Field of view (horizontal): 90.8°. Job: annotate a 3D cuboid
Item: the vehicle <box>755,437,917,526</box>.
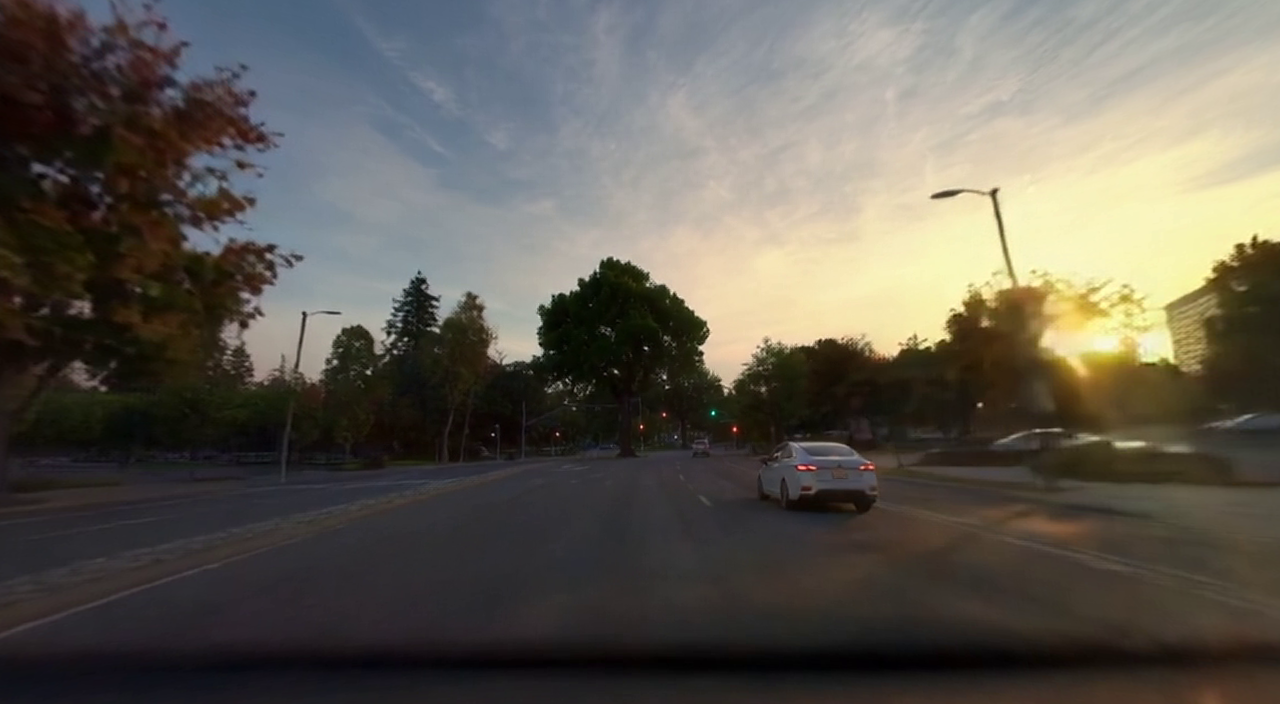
[{"bbox_3d":[3.613,2.451,12.516,1.852,1.453,4.083,0,-9,-1],"label":"vehicle"}]
